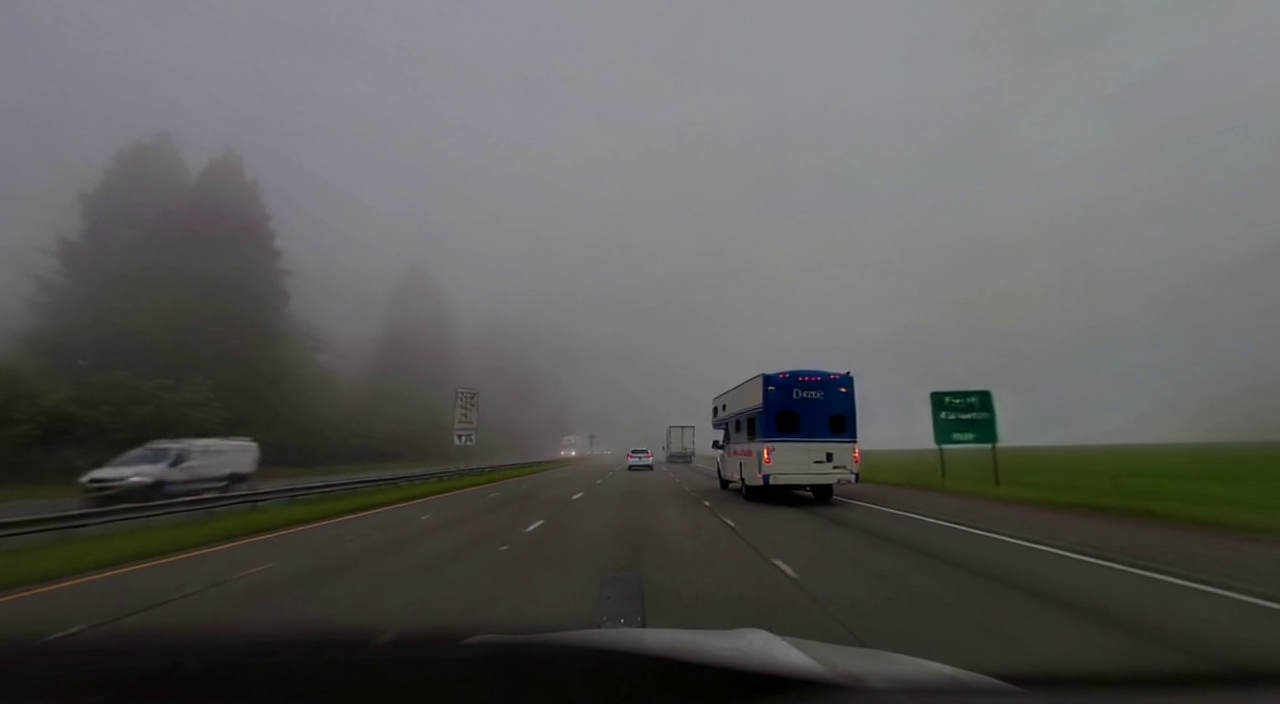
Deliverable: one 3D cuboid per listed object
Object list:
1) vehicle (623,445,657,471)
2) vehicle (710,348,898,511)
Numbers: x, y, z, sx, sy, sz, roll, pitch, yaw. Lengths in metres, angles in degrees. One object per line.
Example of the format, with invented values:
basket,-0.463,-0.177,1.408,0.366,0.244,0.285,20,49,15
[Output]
vehicle,0.028,7.098,42.279,2.151,1.678,3.923,0,-9,0
vehicle,4.008,2.330,18.051,2.931,3.530,8.760,0,-9,0
